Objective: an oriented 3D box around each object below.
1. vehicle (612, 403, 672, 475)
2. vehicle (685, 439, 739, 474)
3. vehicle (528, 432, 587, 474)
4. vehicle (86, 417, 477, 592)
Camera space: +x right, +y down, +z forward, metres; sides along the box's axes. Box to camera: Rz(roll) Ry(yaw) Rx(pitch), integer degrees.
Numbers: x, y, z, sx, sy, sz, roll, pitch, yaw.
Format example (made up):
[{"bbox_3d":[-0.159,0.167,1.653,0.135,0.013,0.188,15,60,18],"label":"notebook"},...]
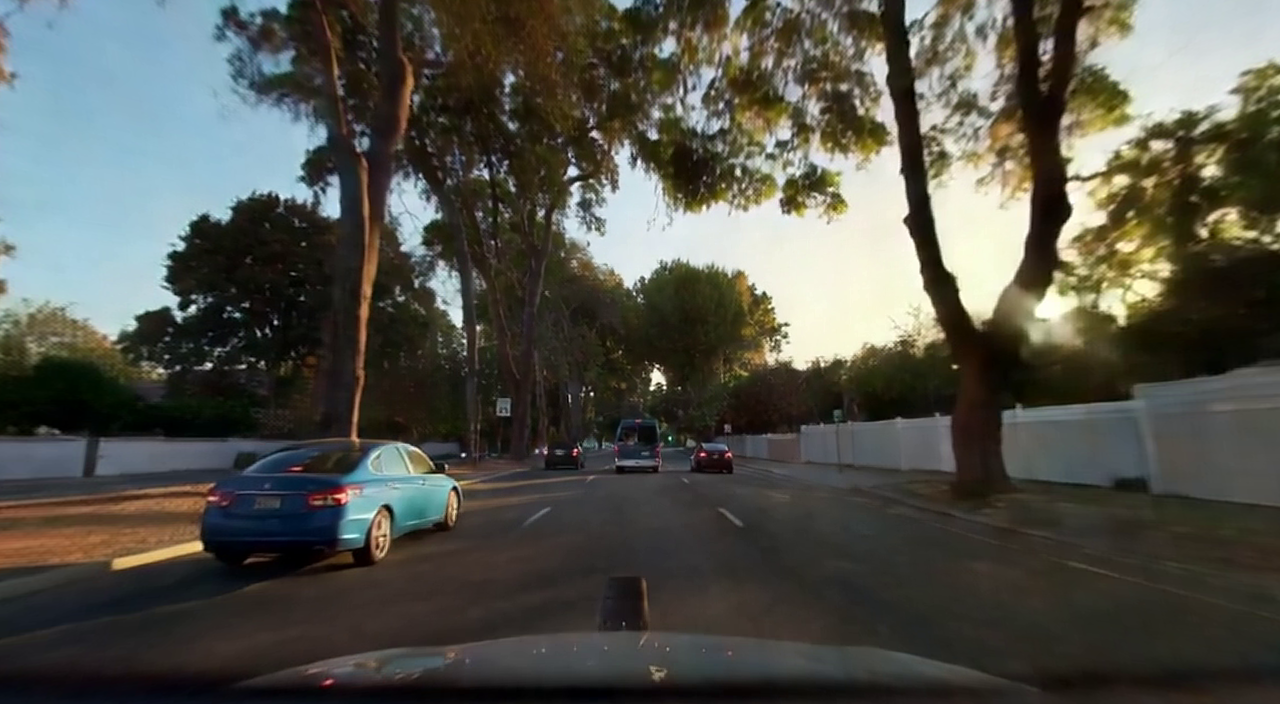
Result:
[{"bbox_3d":[-0.010,3.763,27.090,2.311,2.726,5.814,1,-8,-2],"label":"vehicle"},{"bbox_3d":[3.259,4.823,29.291,1.945,1.469,4.258,0,-8,-1],"label":"vehicle"},{"bbox_3d":[-3.593,4.503,28.242,2.021,1.715,4.329,0,-8,1],"label":"vehicle"},{"bbox_3d":[-3.675,1.633,7.737,2.036,1.474,4.647,0,-8,0],"label":"vehicle"}]
